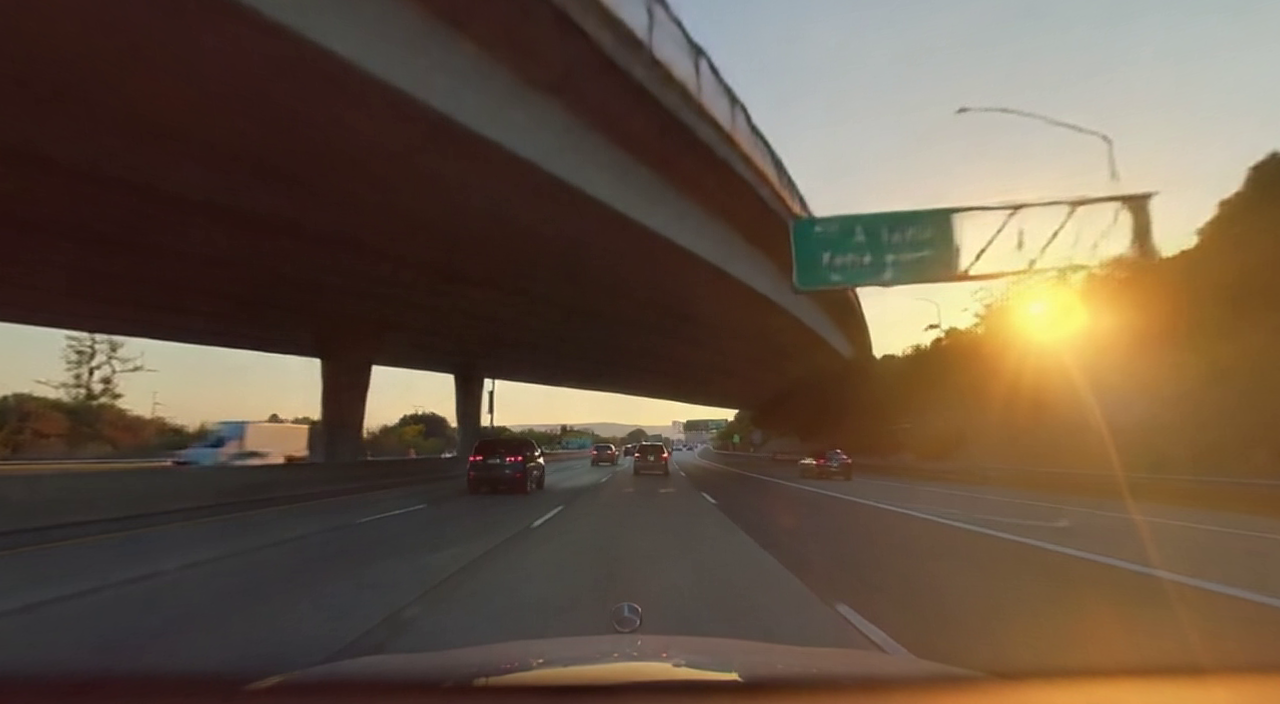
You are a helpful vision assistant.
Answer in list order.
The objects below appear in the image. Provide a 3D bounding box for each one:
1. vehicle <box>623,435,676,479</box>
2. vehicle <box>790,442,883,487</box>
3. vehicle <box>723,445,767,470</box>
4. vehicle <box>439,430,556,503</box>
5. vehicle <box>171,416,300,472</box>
[{"bbox_3d":[0.435,4.847,29.243,2.270,1.862,4.949,0,-9,1],"label":"vehicle"},{"bbox_3d":[6.984,4.035,22.871,1.936,1.480,4.373,0,-9,0],"label":"vehicle"},{"bbox_3d":[6.635,6.729,40.324,2.005,1.456,4.287,0,-9,-1],"label":"vehicle"},{"bbox_3d":[-3.785,3.136,17.593,2.142,1.759,4.297,0,-9,2],"label":"vehicle"},{"bbox_3d":[-29.432,6.828,46.493,2.878,3.719,9.010,-1,-9,5],"label":"vehicle"}]
